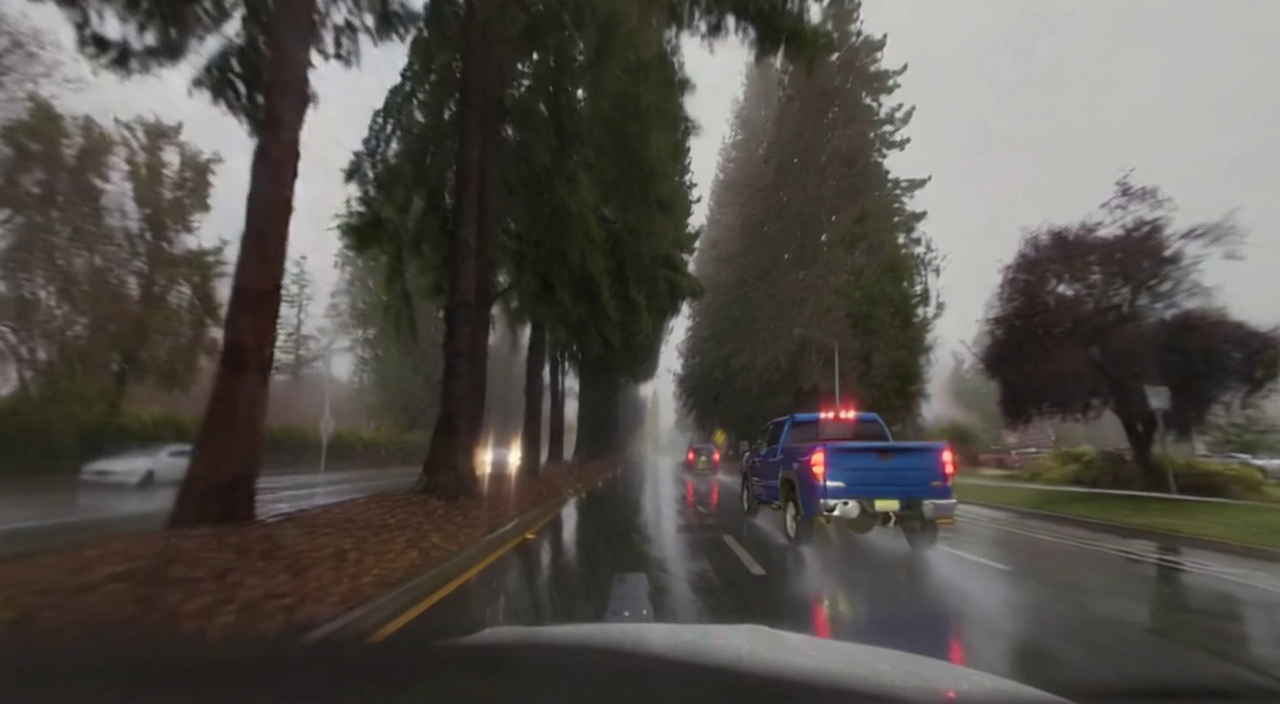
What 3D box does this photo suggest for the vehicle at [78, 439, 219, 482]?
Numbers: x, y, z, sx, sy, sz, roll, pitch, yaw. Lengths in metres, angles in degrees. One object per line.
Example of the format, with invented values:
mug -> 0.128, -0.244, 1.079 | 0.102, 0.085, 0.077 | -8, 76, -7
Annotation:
vehicle -> -19.166, 4.224, 24.901 | 2.002, 1.525, 4.353 | 0, -8, 1

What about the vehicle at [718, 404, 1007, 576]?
vehicle -> 2.876, 1.988, 10.071 | 2.553, 1.942, 5.679 | 0, -8, 0

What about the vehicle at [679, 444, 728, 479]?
vehicle -> 3.285, 5.781, 33.509 | 2.108, 1.712, 4.616 | 0, -8, 0
